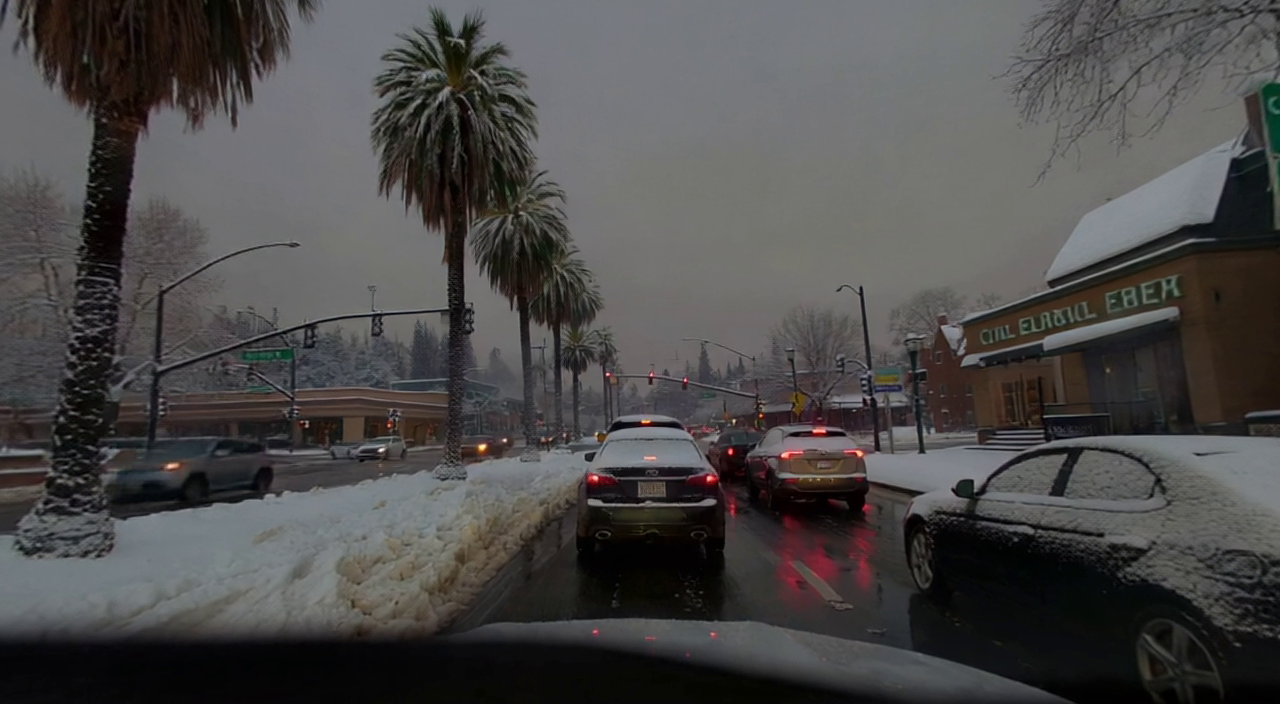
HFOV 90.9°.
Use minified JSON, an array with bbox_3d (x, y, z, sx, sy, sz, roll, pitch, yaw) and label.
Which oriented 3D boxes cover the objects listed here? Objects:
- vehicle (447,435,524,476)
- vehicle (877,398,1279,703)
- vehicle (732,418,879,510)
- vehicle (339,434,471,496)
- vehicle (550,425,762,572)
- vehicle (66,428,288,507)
[{"bbox_3d":[-6.043,4.096,25.215,1.822,1.456,4.396,-1,-8,2],"label":"vehicle"},{"bbox_3d":[3.535,1.223,4.477,1.910,1.490,4.661,0,-8,0],"label":"vehicle"},{"bbox_3d":[3.495,2.463,14.303,2.169,1.751,4.276,0,-8,0],"label":"vehicle"},{"bbox_3d":[-6.256,3.045,17.386,1.900,1.487,4.165,0,-8,2],"label":"vehicle"},{"bbox_3d":[0.174,1.786,8.463,2.140,1.474,4.026,0,-8,0],"label":"vehicle"},{"bbox_3d":[-11.271,2.833,15.910,2.034,1.680,4.543,0,-8,2],"label":"vehicle"}]
